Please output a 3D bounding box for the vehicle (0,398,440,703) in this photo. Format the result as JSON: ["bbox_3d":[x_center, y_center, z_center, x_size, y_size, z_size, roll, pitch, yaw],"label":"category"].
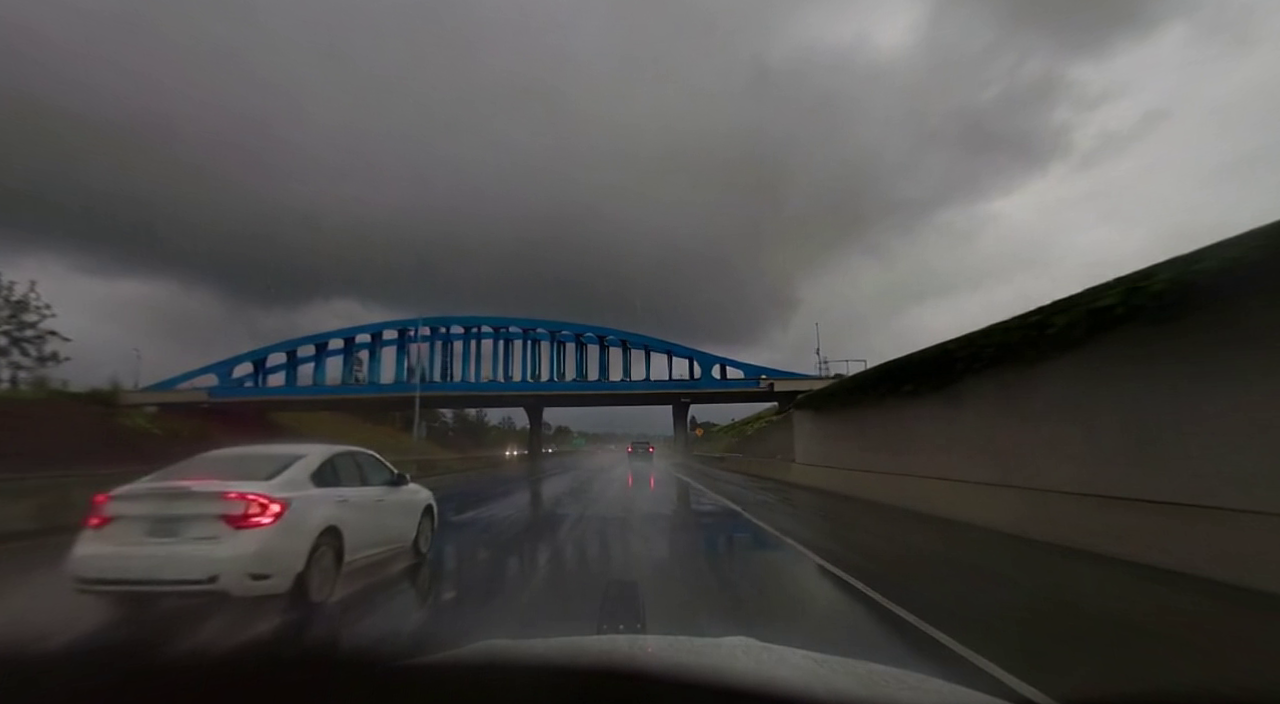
[{"bbox_3d":[-3.360,1.300,4.731,2.095,1.498,4.854,0,-9,0],"label":"vehicle"}]

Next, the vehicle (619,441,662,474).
[{"bbox_3d":[0.009,6.018,36.161,2.299,1.716,4.579,0,-9,0],"label":"vehicle"}]
